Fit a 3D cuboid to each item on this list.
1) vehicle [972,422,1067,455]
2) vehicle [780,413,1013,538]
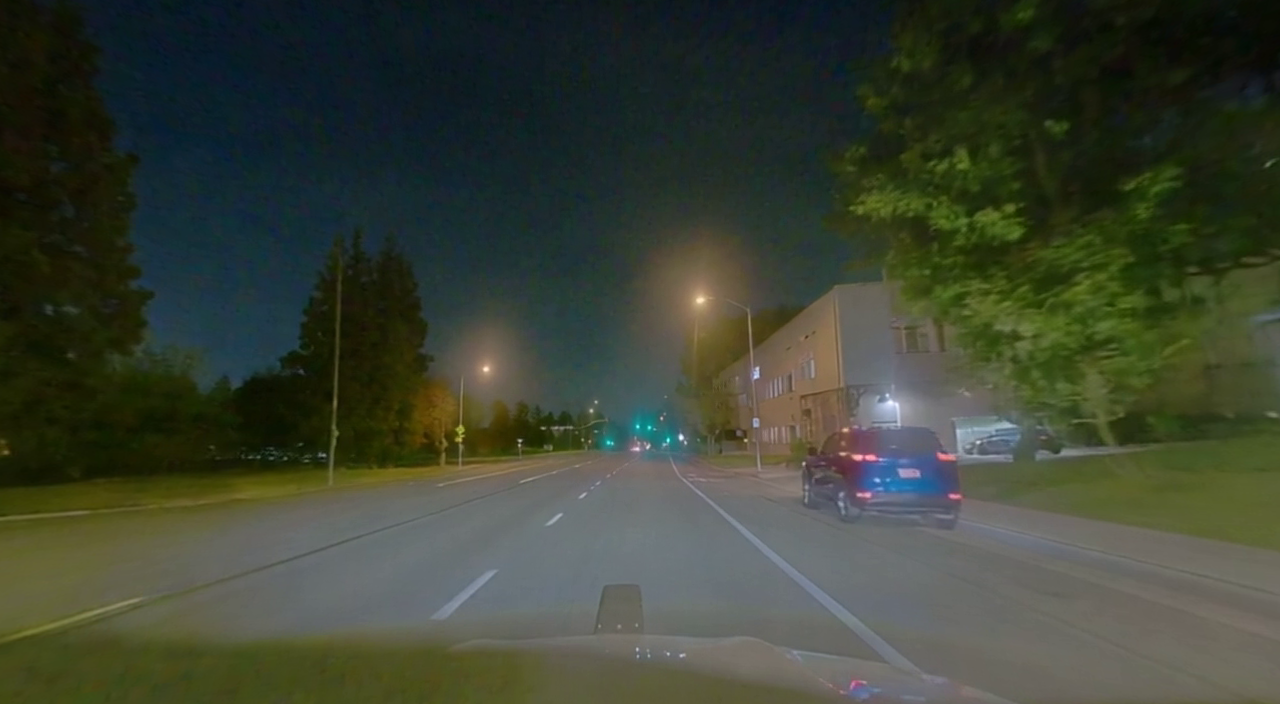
[{"bbox_3d":[18.564,4.299,31.177,1.826,1.492,4.417,0,-9,-2],"label":"vehicle"},{"bbox_3d":[4.324,2.183,11.707,2.228,1.814,4.576,0,-9,-2],"label":"vehicle"}]
